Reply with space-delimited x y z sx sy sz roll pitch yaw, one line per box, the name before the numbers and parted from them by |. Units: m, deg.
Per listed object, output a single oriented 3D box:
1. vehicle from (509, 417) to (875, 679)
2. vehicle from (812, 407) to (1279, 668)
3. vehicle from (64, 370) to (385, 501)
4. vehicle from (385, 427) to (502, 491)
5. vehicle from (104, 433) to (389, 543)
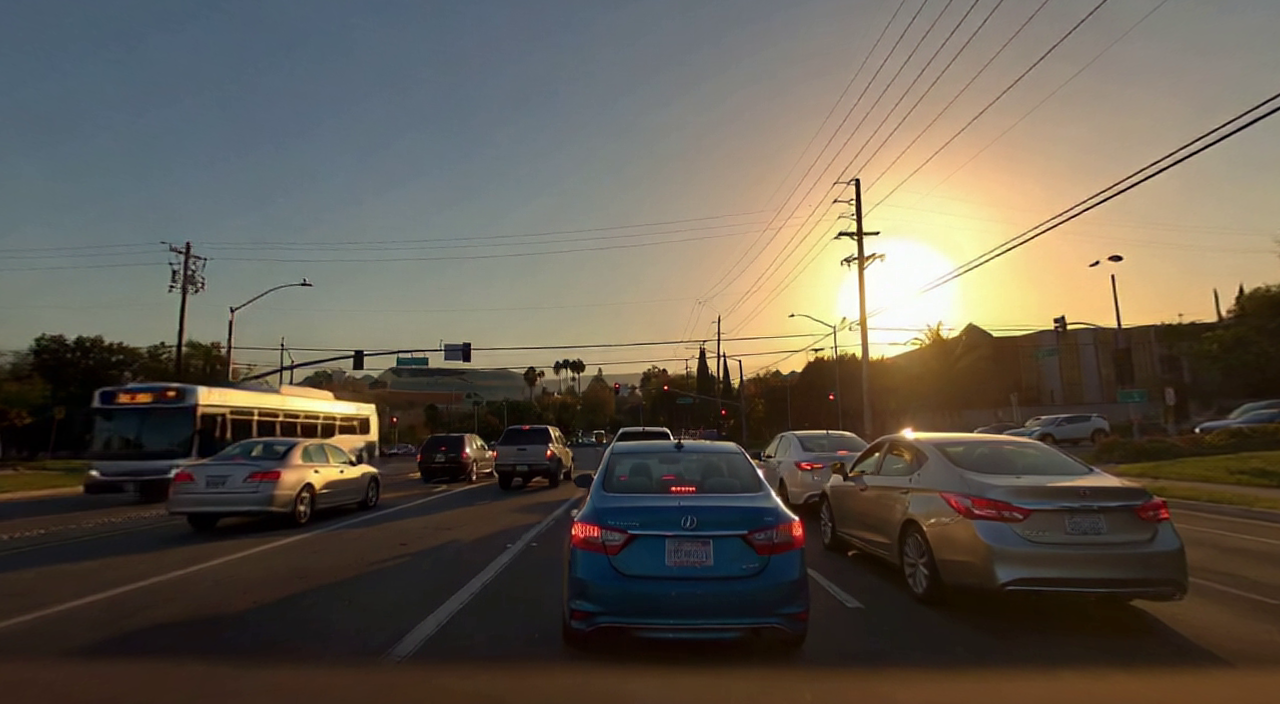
vehicle | 0.280 1.422 5.699 2.109 1.483 3.964 0 -8 -1
vehicle | 3.140 1.400 5.871 1.870 1.523 4.096 0 -8 -1
vehicle | -13.534 3.109 23.018 3.005 3.443 12.583 -1 -8 1
vehicle | -6.262 3.489 20.898 2.070 1.824 5.196 -1 -8 2
vehicle | -6.403 2.229 11.119 1.955 1.497 4.639 -1 -8 1
